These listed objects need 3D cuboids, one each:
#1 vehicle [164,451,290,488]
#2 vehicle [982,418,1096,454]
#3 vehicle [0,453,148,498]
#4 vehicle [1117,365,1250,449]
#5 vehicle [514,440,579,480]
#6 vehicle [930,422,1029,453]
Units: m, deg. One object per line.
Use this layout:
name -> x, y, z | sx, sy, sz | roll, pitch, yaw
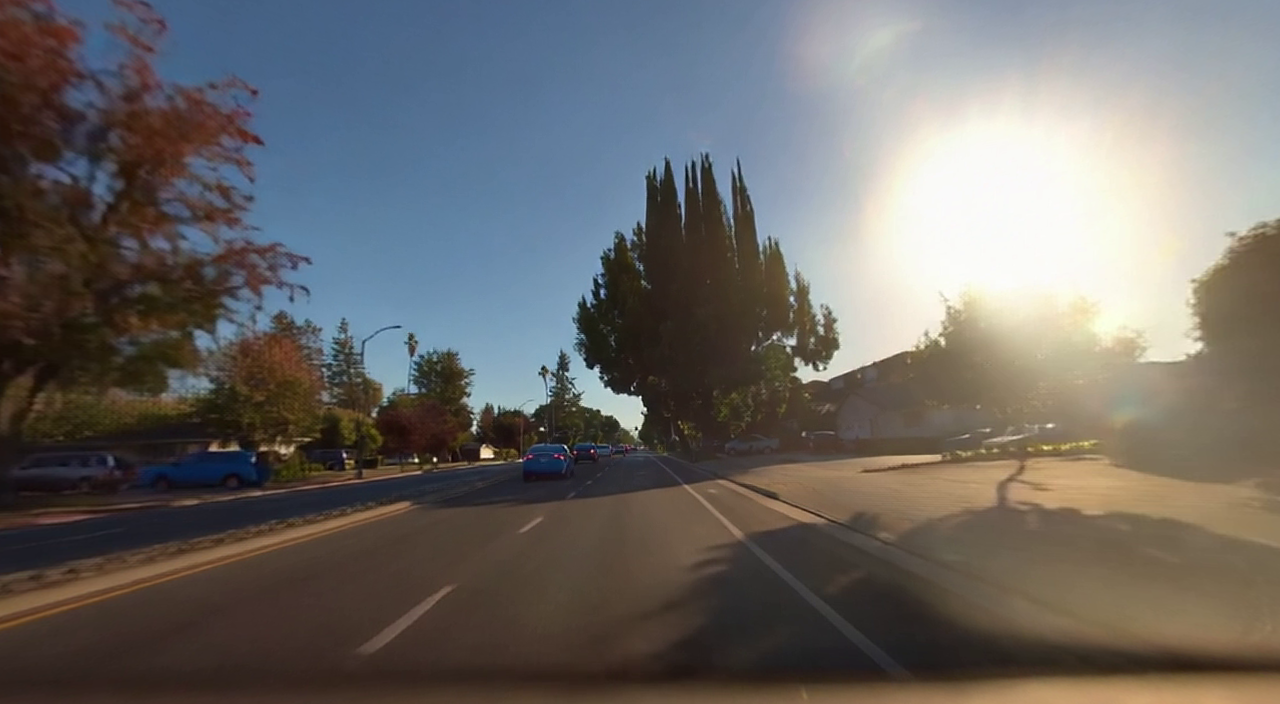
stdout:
vehicle -> -20.894, 5.933, 32.150 | 4.866, 1.749, 2.158 | 0, -9, 1
vehicle -> 17.172, 3.680, 27.476 | 1.784, 1.411, 4.402 | 0, -9, -5
vehicle -> -26.205, 5.575, 28.705 | 6.046, 1.942, 2.085 | -1, -9, 3
vehicle -> 17.637, 1.988, 20.902 | 2.153, 2.355, 5.958 | -5, -10, 30
vehicle -> -3.716, 4.381, 25.915 | 2.030, 1.467, 4.251 | 0, -9, 0
vehicle -> 19.941, 5.056, 37.292 | 4.605, 1.480, 1.994 | -3, -8, 1
